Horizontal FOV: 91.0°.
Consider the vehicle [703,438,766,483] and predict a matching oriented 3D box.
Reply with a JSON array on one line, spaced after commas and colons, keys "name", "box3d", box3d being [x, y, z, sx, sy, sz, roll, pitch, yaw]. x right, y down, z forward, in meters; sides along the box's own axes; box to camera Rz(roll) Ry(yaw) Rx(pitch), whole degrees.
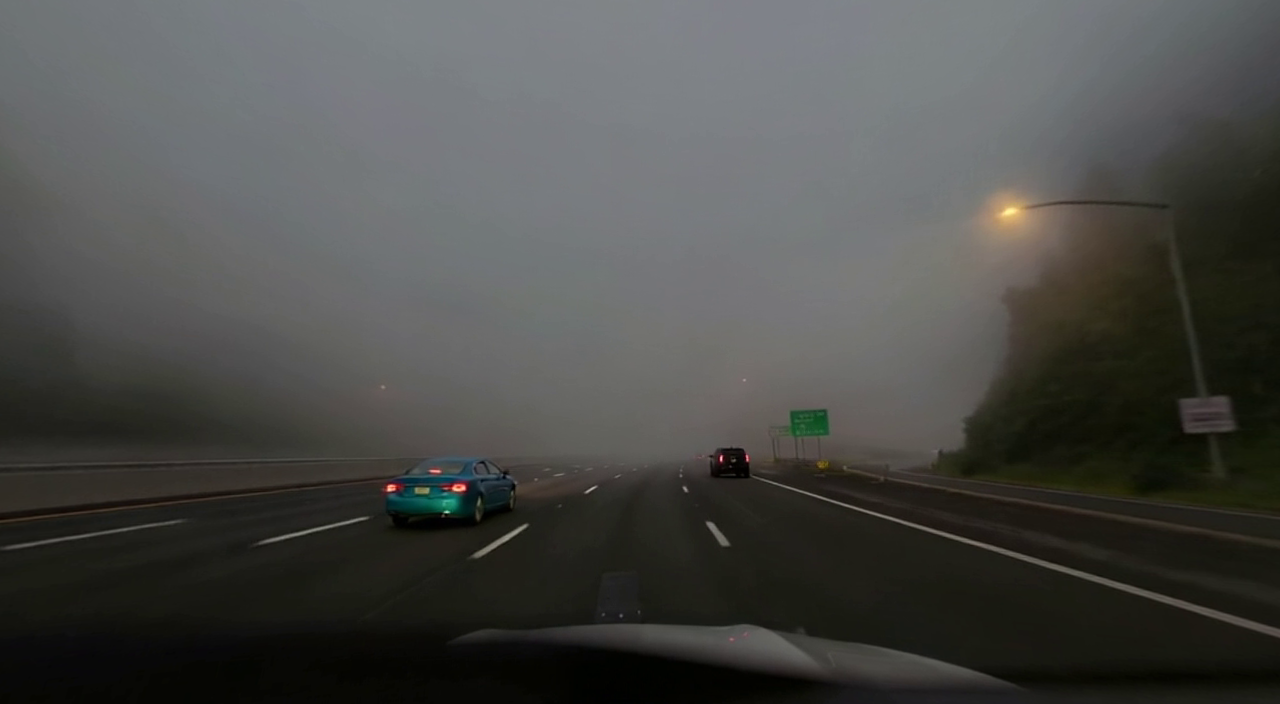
[{"name": "vehicle", "box3d": [4.172, 4.881, 28.548, 2.225, 1.833, 4.340, 0, -9, 1]}]

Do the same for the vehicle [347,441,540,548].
[{"name": "vehicle", "box3d": [-3.129, 2.367, 11.153, 1.937, 1.490, 4.372, 0, -9, 1]}]
